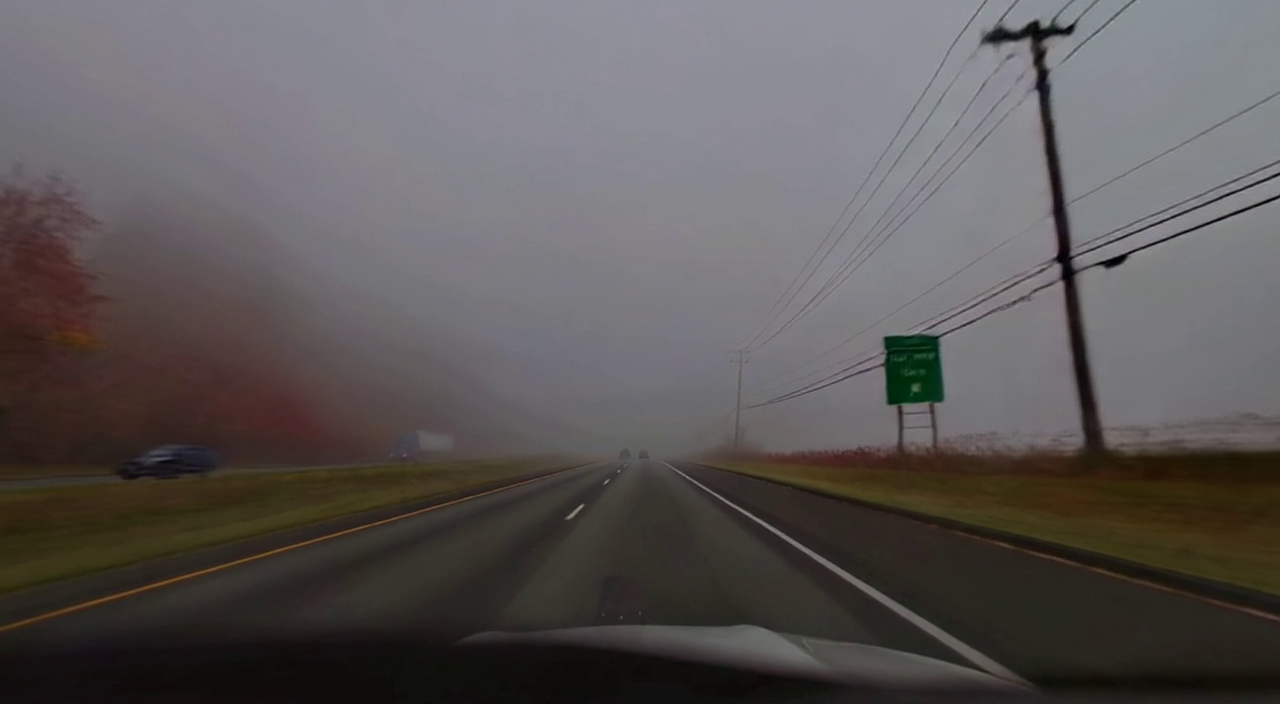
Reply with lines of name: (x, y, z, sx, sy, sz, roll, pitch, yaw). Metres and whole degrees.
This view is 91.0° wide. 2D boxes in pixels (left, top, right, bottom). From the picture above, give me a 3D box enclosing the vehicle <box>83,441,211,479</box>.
vehicle: (-27.458, 6.038, 35.465, 2.482, 1.942, 5.771, 0, -9, 1)
